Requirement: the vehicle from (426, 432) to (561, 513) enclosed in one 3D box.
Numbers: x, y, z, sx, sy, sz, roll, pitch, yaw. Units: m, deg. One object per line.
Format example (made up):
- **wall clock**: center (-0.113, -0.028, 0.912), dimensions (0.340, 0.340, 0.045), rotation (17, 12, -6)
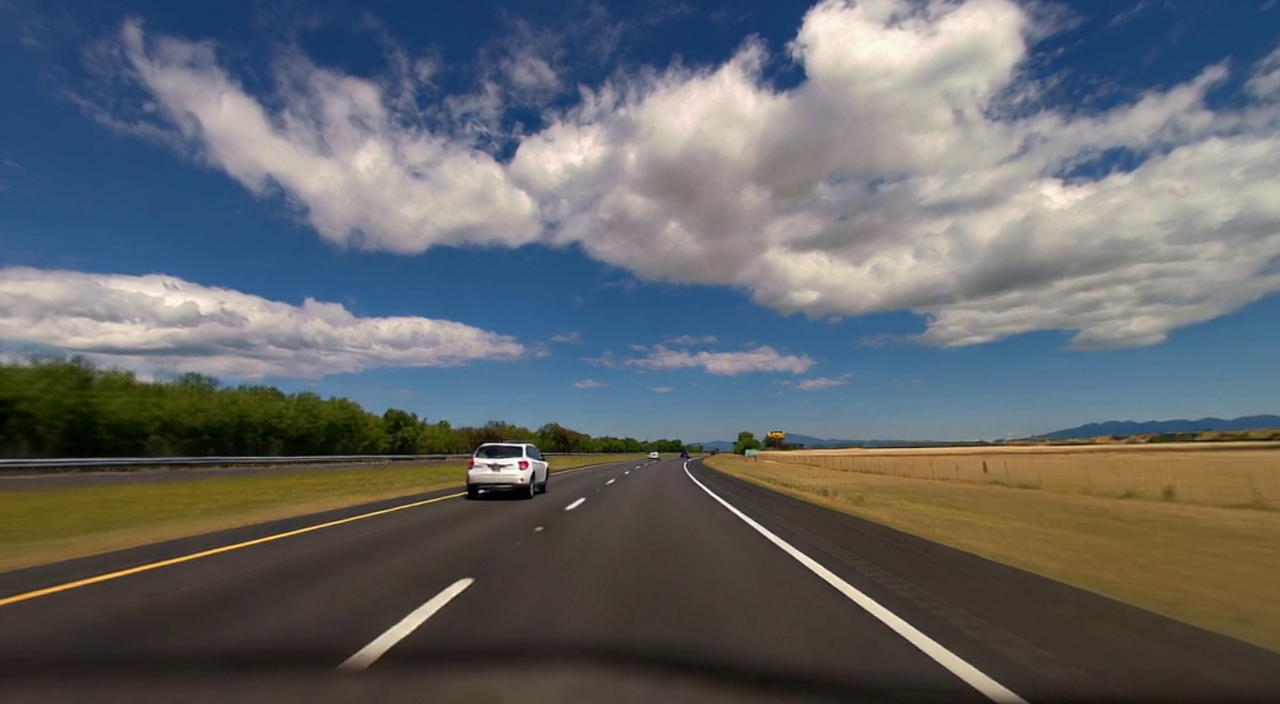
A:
- **vehicle**: center (-3.570, 3.059, 16.466), dimensions (2.193, 1.771, 4.757), rotation (0, -9, 2)
